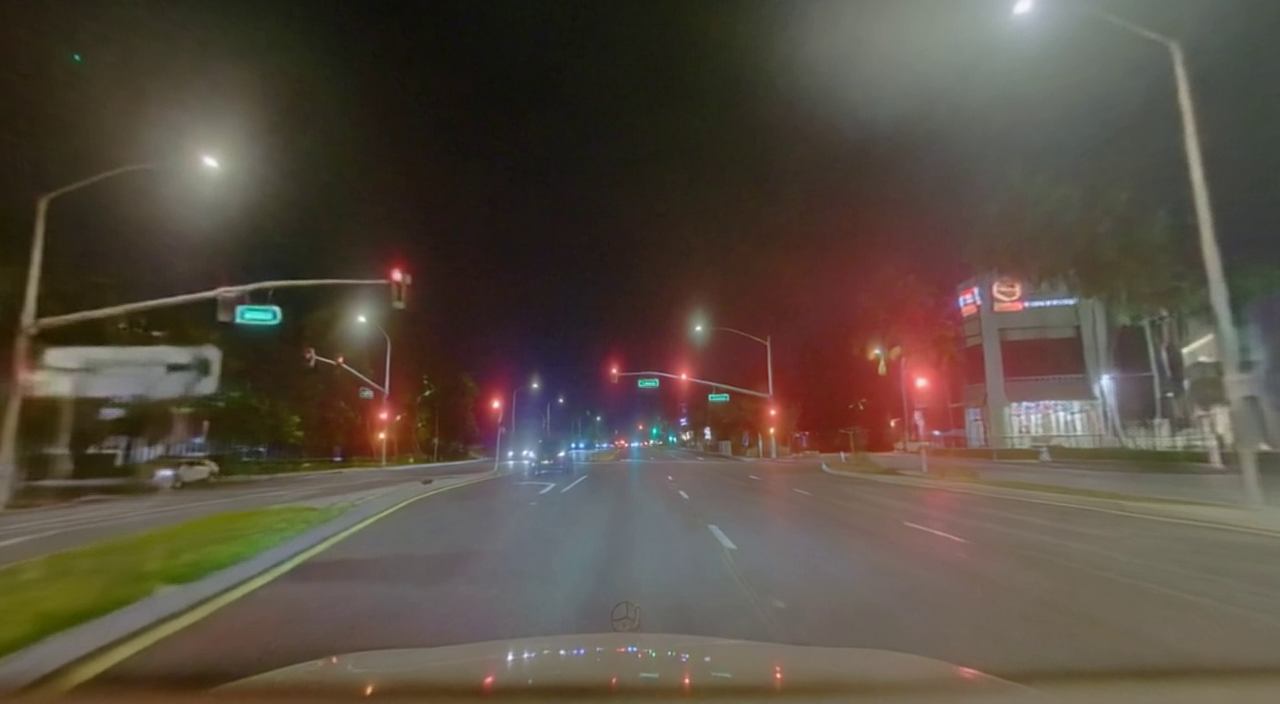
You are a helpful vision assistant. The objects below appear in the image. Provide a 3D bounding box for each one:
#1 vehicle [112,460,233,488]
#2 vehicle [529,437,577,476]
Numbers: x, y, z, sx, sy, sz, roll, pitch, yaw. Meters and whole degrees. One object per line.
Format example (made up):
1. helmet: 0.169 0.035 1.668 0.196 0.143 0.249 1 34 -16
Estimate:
1. vehicle: -25.129 6.559 34.092 4.854 1.406 2.060 0 -8 0
2. vehicle: -4.050 4.767 29.105 1.990 1.639 3.885 1 -8 -9
